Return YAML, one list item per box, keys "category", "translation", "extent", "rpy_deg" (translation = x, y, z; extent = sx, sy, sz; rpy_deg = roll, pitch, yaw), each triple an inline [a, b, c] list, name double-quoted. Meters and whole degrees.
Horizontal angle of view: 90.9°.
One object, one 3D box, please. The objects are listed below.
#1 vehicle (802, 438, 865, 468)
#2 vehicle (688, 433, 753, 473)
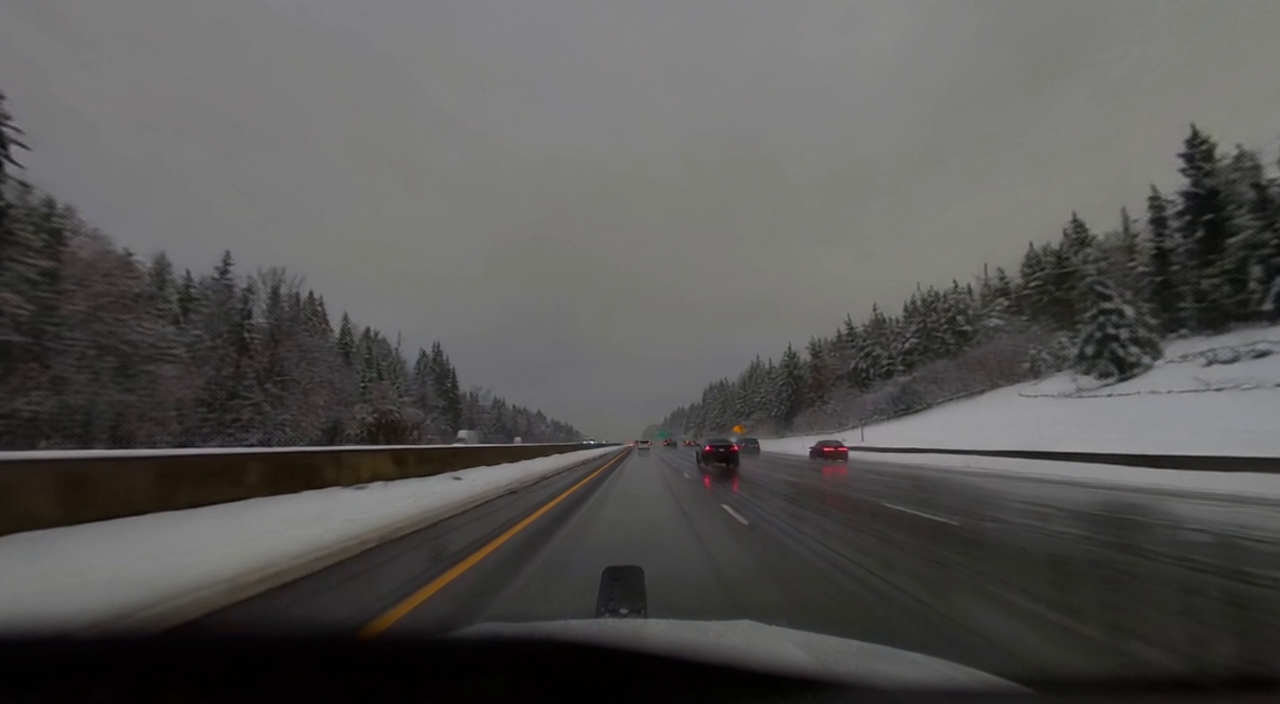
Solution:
- category: "vehicle"
  translation: [10.445, 5.483, 34.409]
  extent: [1.970, 1.479, 4.480]
  rpy_deg: [0, -8, 0]
- category: "vehicle"
  translation: [3.517, 4.506, 28.335]
  extent: [2.326, 1.644, 4.206]
  rpy_deg: [0, -8, -1]
